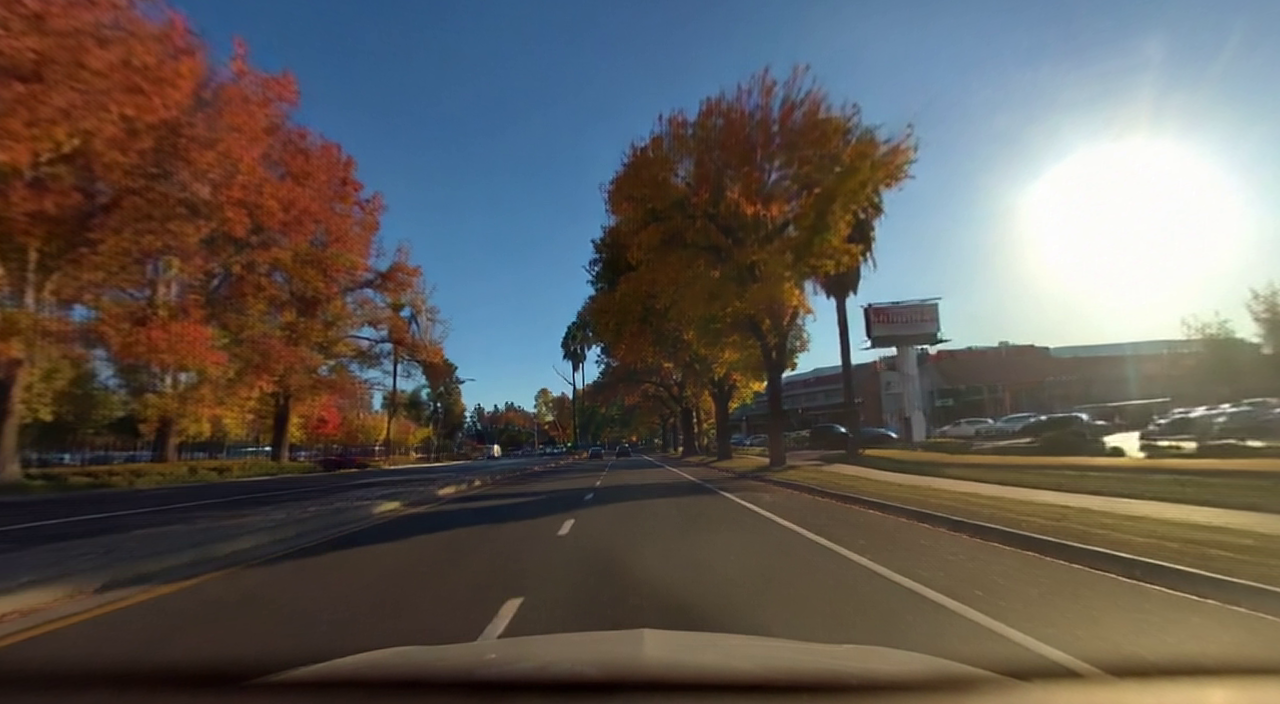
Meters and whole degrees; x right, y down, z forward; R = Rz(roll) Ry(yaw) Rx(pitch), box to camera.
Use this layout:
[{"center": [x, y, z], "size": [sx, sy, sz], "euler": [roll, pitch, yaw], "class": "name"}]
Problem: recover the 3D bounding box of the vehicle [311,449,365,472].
[{"center": [-23.285, 8.336, 48.765], "size": [1.994, 1.652, 4.570], "euler": [1, -9, -2], "class": "vehicle"}]
